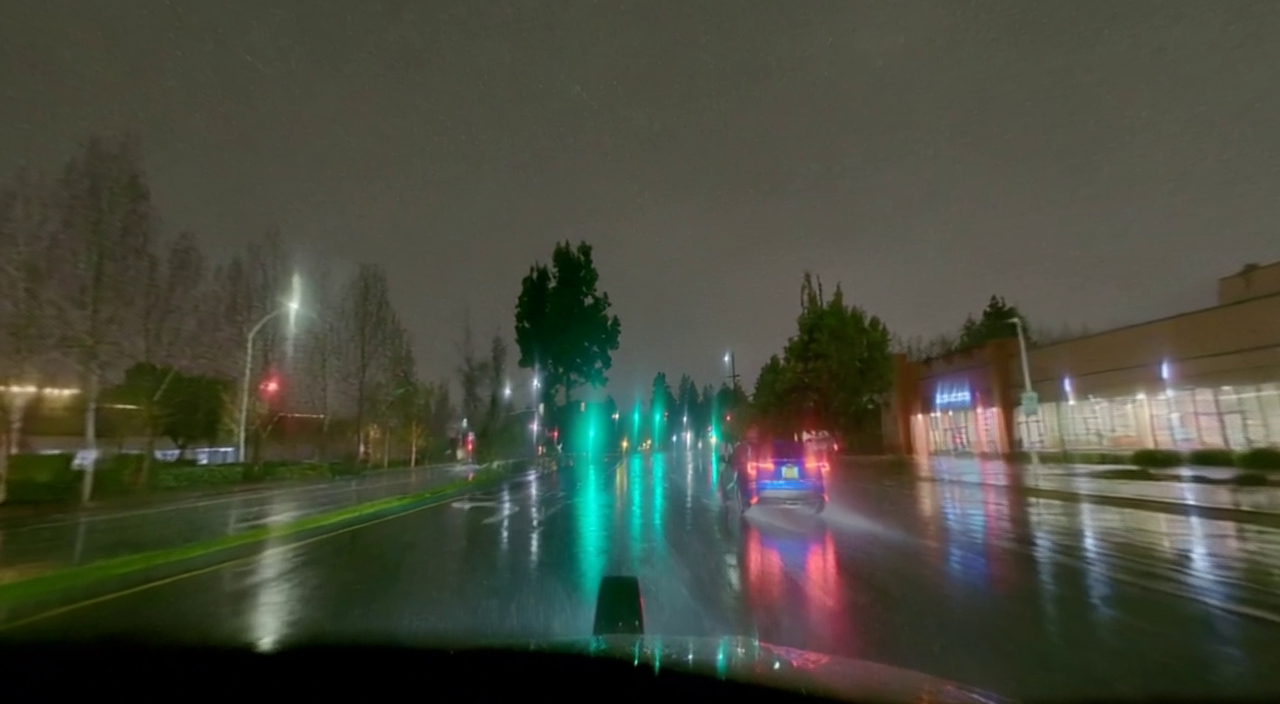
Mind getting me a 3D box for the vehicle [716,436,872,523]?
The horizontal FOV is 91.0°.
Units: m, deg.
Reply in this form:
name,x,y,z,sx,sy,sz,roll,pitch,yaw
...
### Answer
name,x,y,z,sx,sy,sz,roll,pitch,yaw
vehicle,2.914,2.531,13.073,2.015,1.479,4.444,0,-9,-1
